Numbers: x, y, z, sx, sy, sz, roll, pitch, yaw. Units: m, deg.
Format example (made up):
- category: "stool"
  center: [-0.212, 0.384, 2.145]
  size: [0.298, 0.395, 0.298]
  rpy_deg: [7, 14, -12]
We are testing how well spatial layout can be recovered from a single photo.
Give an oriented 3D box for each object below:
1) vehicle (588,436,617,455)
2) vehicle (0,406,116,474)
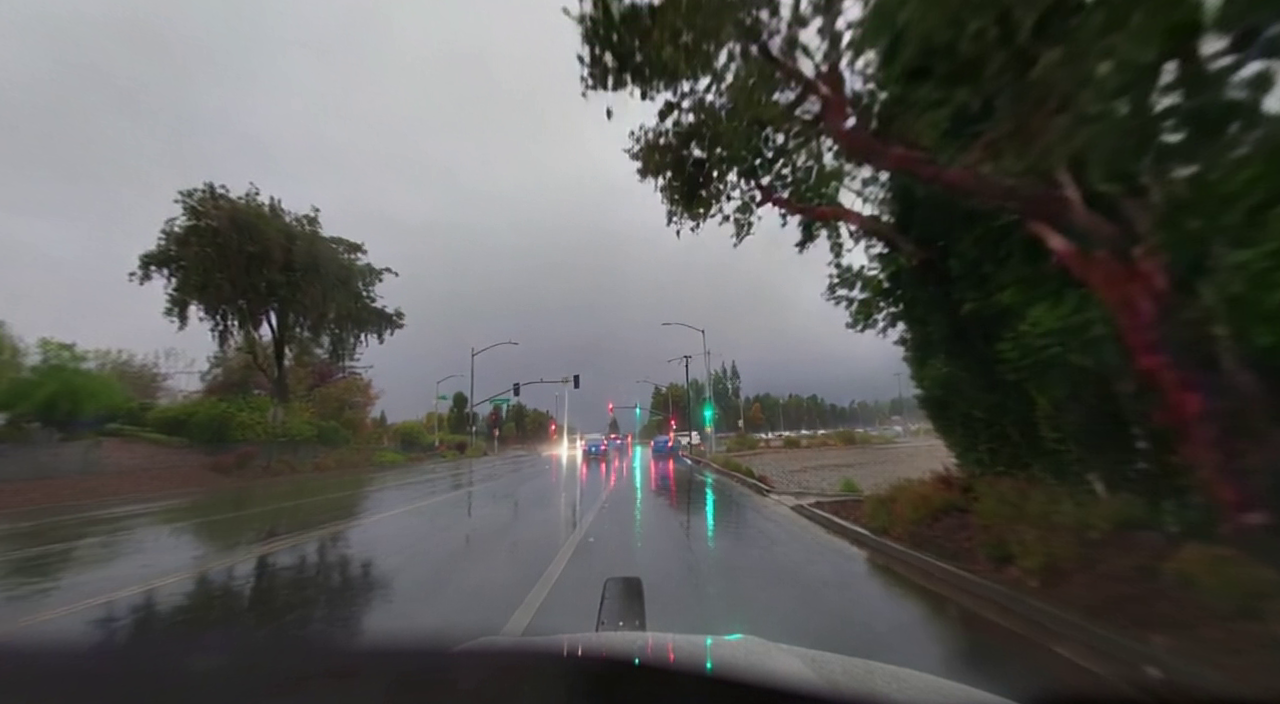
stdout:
- category: "vehicle"
  center: [-2.923, 7.395, 49.901]
  size: [1.979, 1.492, 3.930]
  rpy_deg: [0, -9, 1]
- category: "vehicle"
  center: [-33.490, 4.842, 35.074]
  size: [9.036, 3.379, 2.893]
  rpy_deg: [-3, -8, 25]
